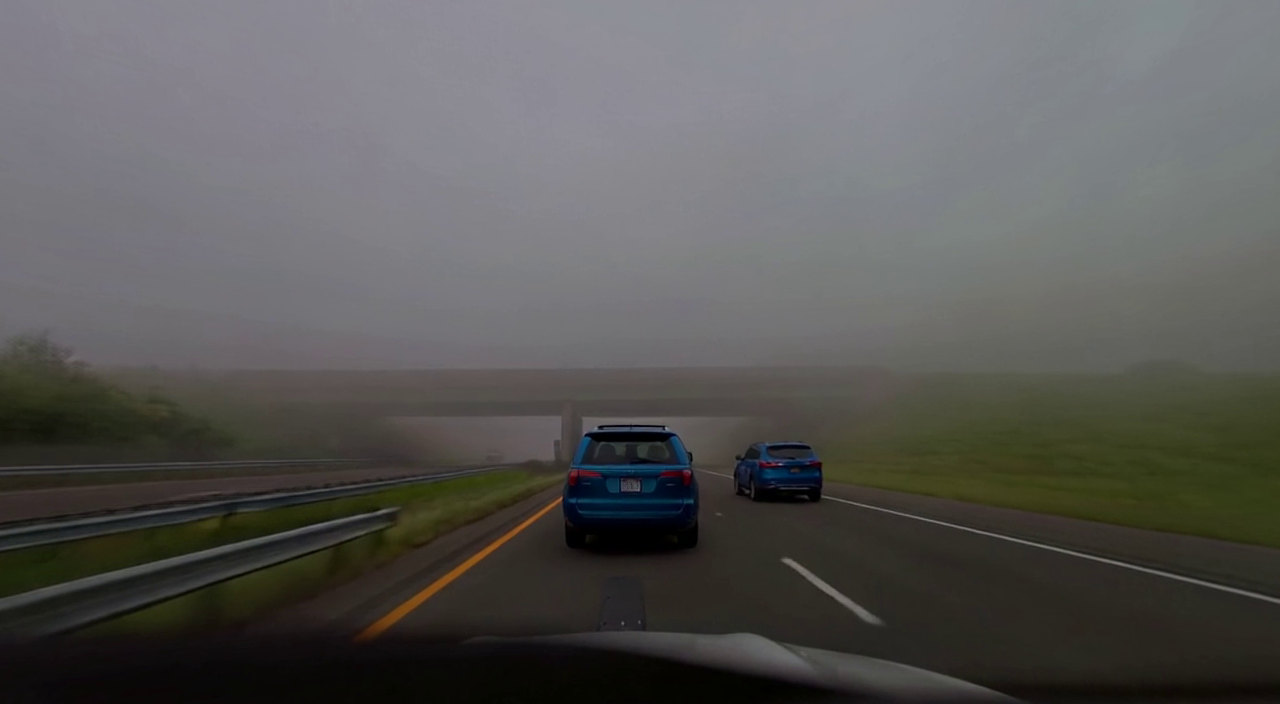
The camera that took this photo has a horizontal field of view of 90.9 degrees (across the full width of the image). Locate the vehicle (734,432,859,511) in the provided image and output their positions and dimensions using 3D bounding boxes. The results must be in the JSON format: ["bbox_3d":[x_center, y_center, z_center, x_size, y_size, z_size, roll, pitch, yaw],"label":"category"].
[{"bbox_3d":[3.907,3.073,16.676,2.043,1.767,4.620,0,-9,-1],"label":"vehicle"}]

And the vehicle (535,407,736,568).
[{"bbox_3d":[-0.056,1.861,9.300,2.288,1.823,4.059,0,-9,0],"label":"vehicle"}]
